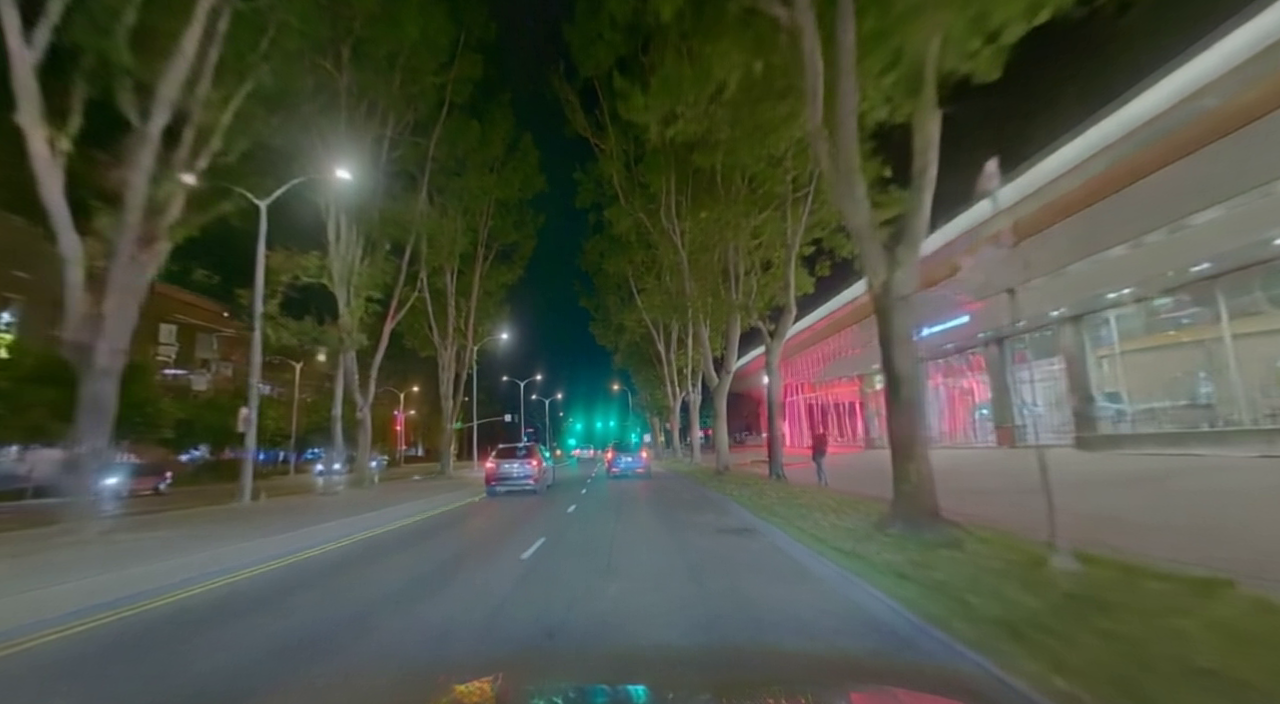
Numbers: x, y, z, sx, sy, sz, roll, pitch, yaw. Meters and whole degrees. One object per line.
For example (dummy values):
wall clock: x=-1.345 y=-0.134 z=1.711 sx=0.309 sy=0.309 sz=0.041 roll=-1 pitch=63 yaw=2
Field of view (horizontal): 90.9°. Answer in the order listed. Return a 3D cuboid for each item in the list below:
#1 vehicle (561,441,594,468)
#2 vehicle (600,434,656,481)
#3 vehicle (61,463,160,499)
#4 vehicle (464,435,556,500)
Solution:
vehicle: x=-4.472 y=7.396 z=45.765 sx=2.220 sy=1.847 sz=4.587 roll=0 pitch=-8 yaw=-3
vehicle: x=-0.531 y=4.271 z=25.768 sx=2.120 sy=1.758 sz=3.917 roll=0 pitch=-8 yaw=-2
vehicle: x=-35.052 y=8.502 z=41.992 sx=2.056 sy=2.046 sz=5.580 roll=0 pitch=-8 yaw=-4
vehicle: x=-3.730 y=3.361 z=18.754 sx=1.940 sy=1.722 sz=3.823 roll=0 pitch=-8 yaw=-1
